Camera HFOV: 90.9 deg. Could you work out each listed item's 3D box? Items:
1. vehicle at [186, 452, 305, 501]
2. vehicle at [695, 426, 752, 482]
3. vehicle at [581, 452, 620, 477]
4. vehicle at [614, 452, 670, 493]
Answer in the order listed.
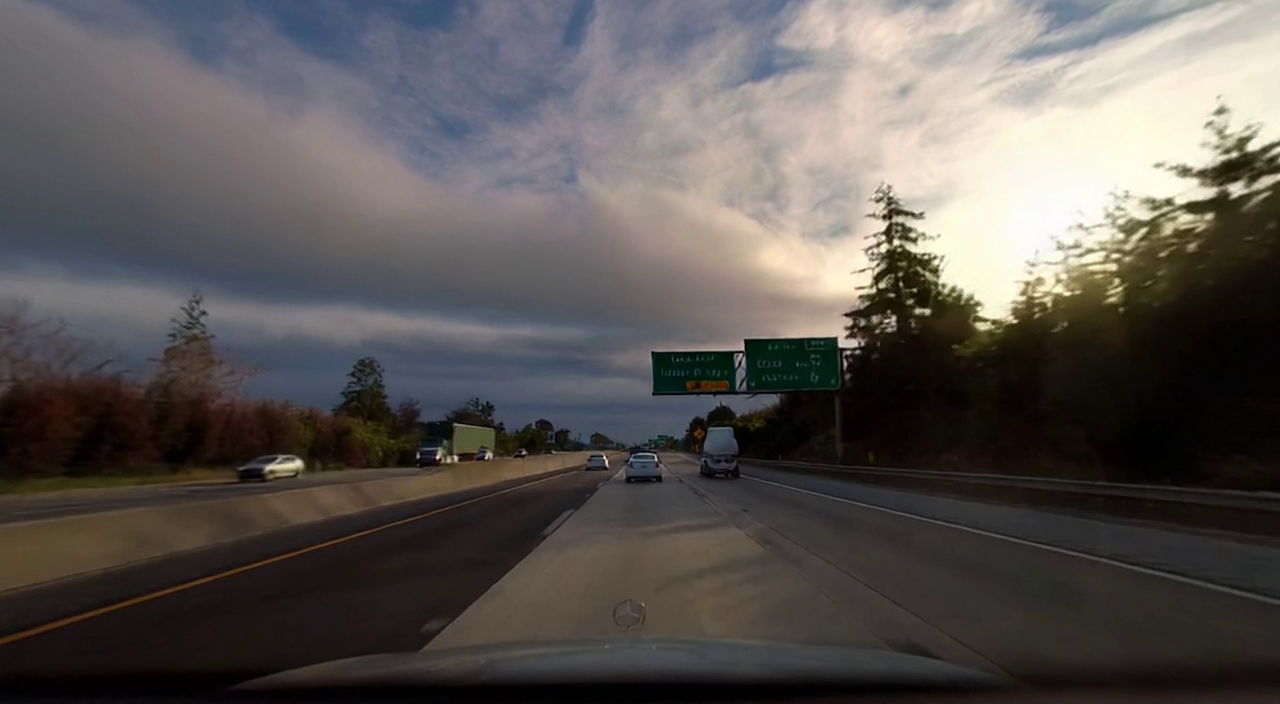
[{"bbox_3d":[-15.649,4.929,25.323,1.957,1.779,4.308,0,-9,0],"label":"vehicle"},{"bbox_3d":[5.104,6.086,37.506,2.650,2.978,6.937,-3,-10,12],"label":"vehicle"},{"bbox_3d":[-2.421,7.067,39.814,2.105,1.467,4.099,0,-9,2],"label":"vehicle"},{"bbox_3d":[0.069,4.851,25.778,2.089,1.516,4.191,0,-9,0],"label":"vehicle"}]
